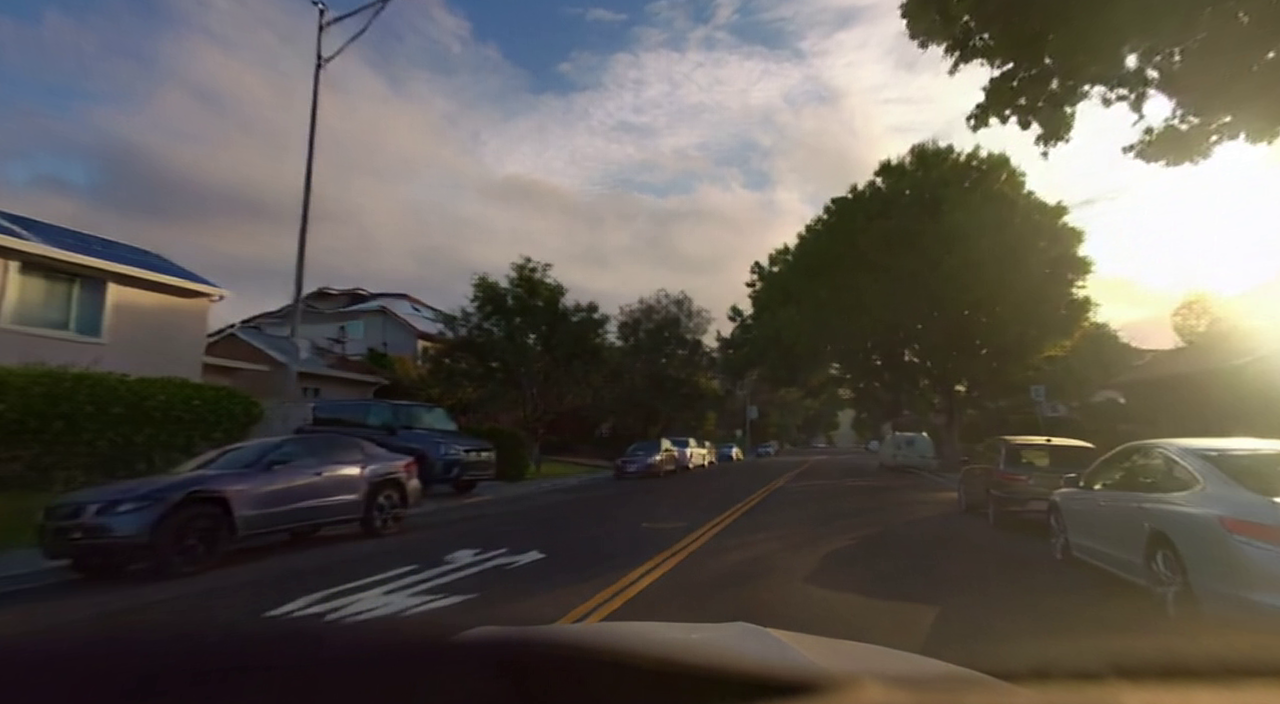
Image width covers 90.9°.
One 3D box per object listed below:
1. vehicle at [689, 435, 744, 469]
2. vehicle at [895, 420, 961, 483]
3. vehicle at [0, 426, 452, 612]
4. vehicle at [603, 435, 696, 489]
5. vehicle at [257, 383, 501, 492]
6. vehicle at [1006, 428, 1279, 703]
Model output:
[{"bbox_3d":[4.032,5.231,32.703,1.818,1.563,4.483,-6,-11,18],"label":"vehicle"},{"bbox_3d":[12.718,4.369,28.114,2.215,2.542,4.550,-2,-8,20],"label":"vehicle"},{"bbox_3d":[-4.438,1.670,7.533,1.848,1.406,4.601,-5,-7,18],"label":"vehicle"},{"bbox_3d":[0.471,3.786,22.215,1.901,1.472,4.676,-7,-8,17],"label":"vehicle"},{"bbox_3d":[-6.408,2.115,15.675,5.210,2.370,2.336,-2,-8,17],"label":"vehicle"},{"bbox_3d":[4.555,1.354,4.884,1.969,1.478,4.632,-3,-8,18],"label":"vehicle"}]
